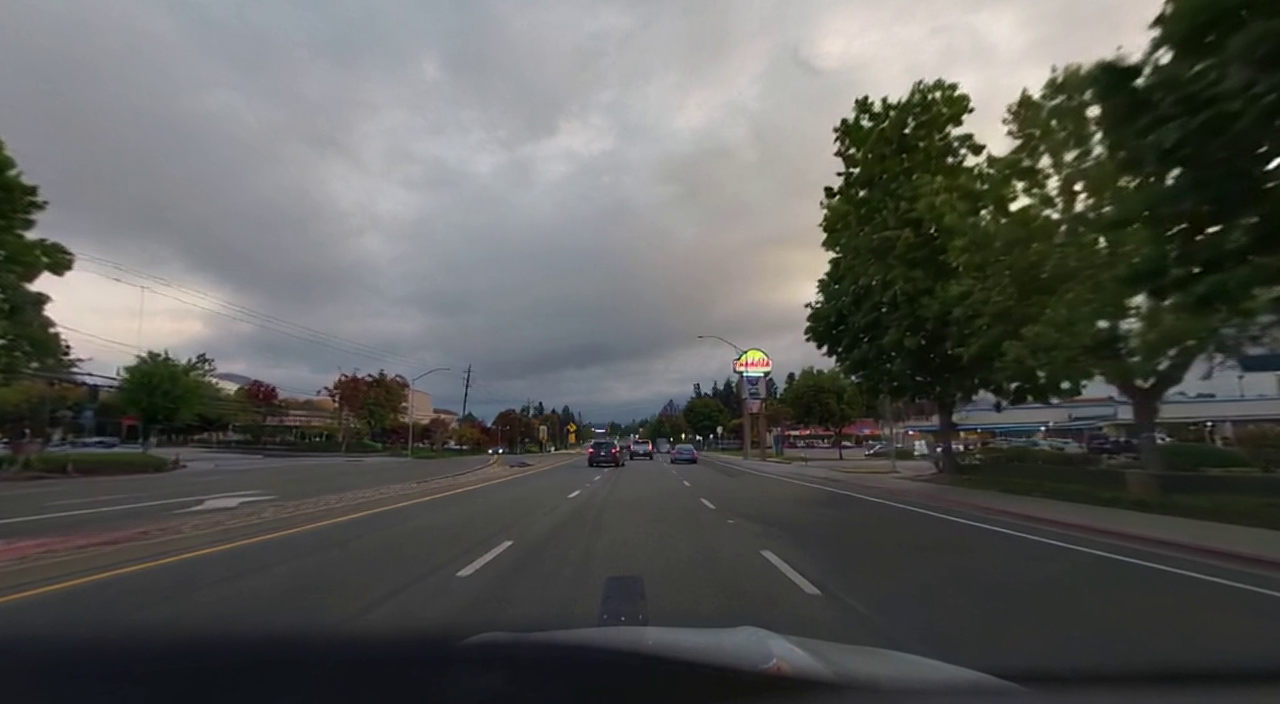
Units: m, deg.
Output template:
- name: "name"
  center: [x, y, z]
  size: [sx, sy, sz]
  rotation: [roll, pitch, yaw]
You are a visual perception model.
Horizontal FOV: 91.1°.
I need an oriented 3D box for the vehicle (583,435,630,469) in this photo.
- name: "vehicle"
  center: [-1.906, 5.950, 37.473]
  size: [2.222, 1.899, 5.006]
  rotation: [0, -8, 4]
